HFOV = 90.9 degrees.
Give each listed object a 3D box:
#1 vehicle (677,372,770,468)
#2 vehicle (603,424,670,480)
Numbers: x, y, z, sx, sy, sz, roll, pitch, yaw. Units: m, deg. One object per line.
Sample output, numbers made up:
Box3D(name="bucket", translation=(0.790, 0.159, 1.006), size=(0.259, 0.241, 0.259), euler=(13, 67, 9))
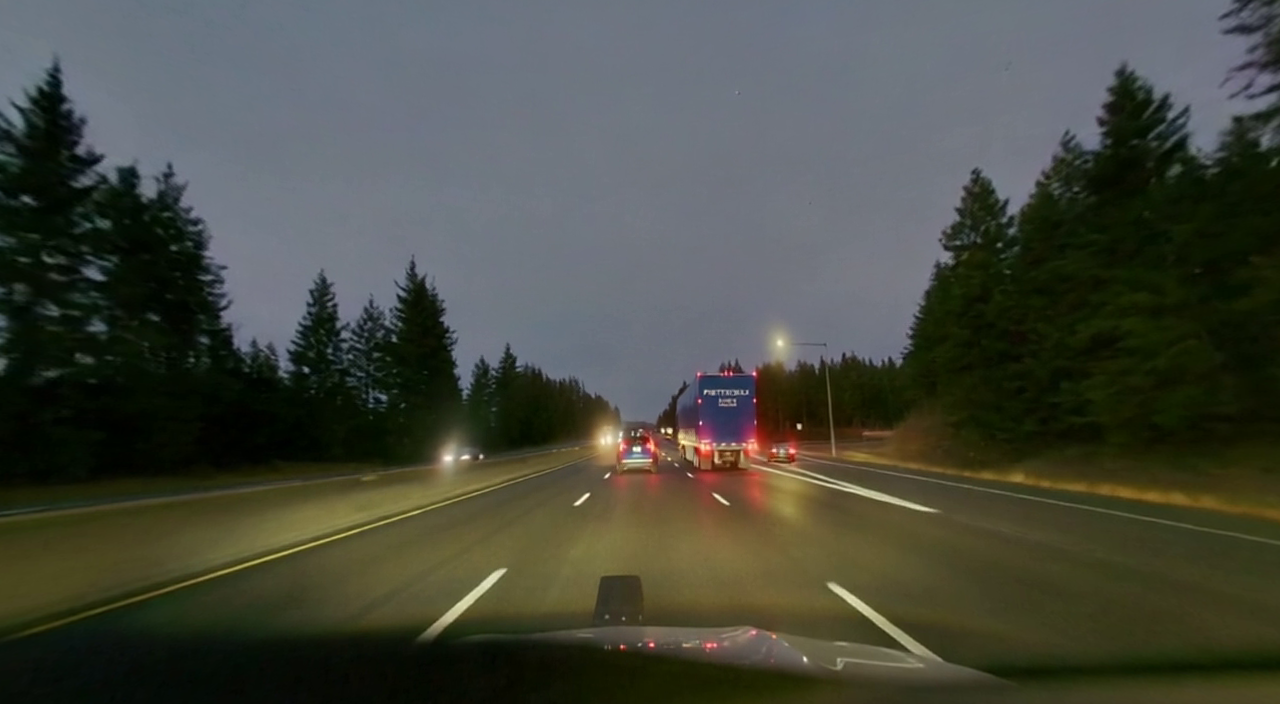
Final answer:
Box3D(name="vehicle", translation=(4.107, 4.134, 35.695), size=(2.899, 4.160, 16.621), euler=(0, -8, 0))
Box3D(name="vehicle", translation=(-0.131, 3.654, 23.240), size=(2.222, 1.848, 4.610), euler=(0, -8, 0))
